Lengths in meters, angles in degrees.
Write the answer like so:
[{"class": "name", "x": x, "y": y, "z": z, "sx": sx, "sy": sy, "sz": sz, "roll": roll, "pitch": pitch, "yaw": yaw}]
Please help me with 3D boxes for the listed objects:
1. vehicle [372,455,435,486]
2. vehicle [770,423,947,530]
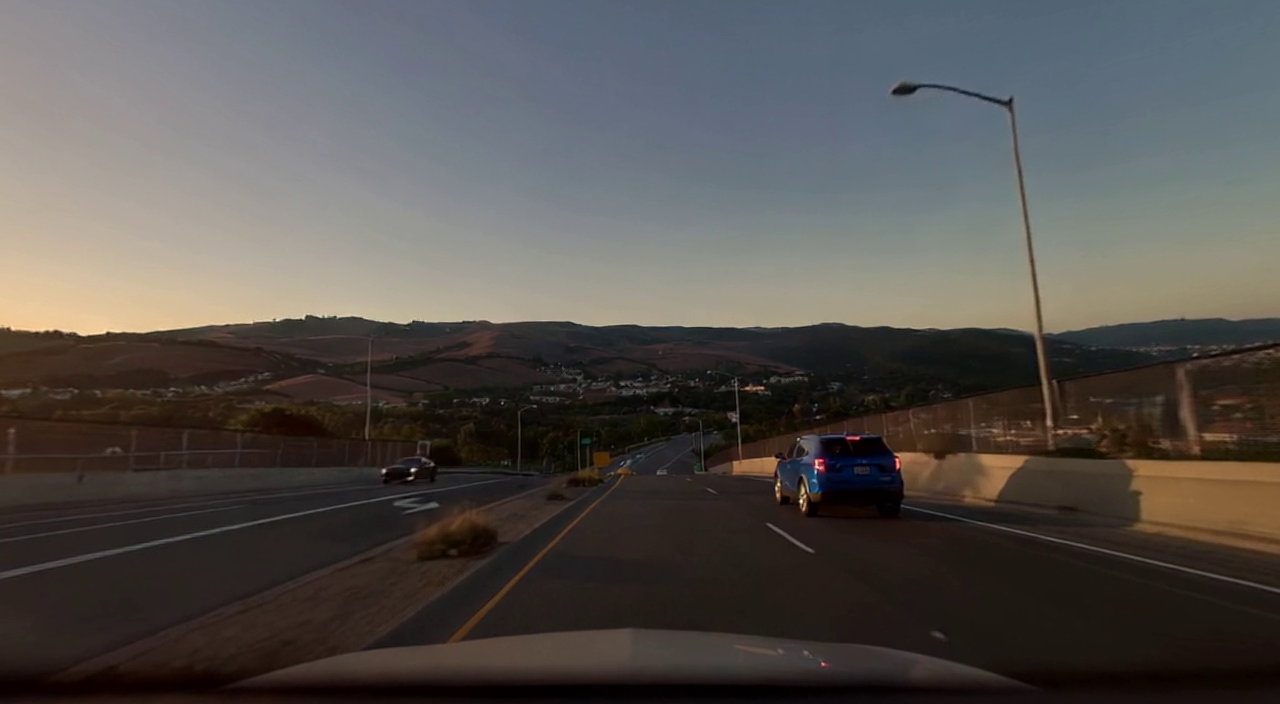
[{"class": "vehicle", "x": -13.749, "y": 6.890, "z": 36.984, "sx": 1.918, "sy": 1.642, "sz": 4.391, "roll": 0, "pitch": -9, "yaw": 1}, {"class": "vehicle", "x": 4.030, "y": 2.367, "z": 12.553, "sx": 1.989, "sy": 1.730, "sz": 4.324, "roll": 0, "pitch": -9, "yaw": 1}]
